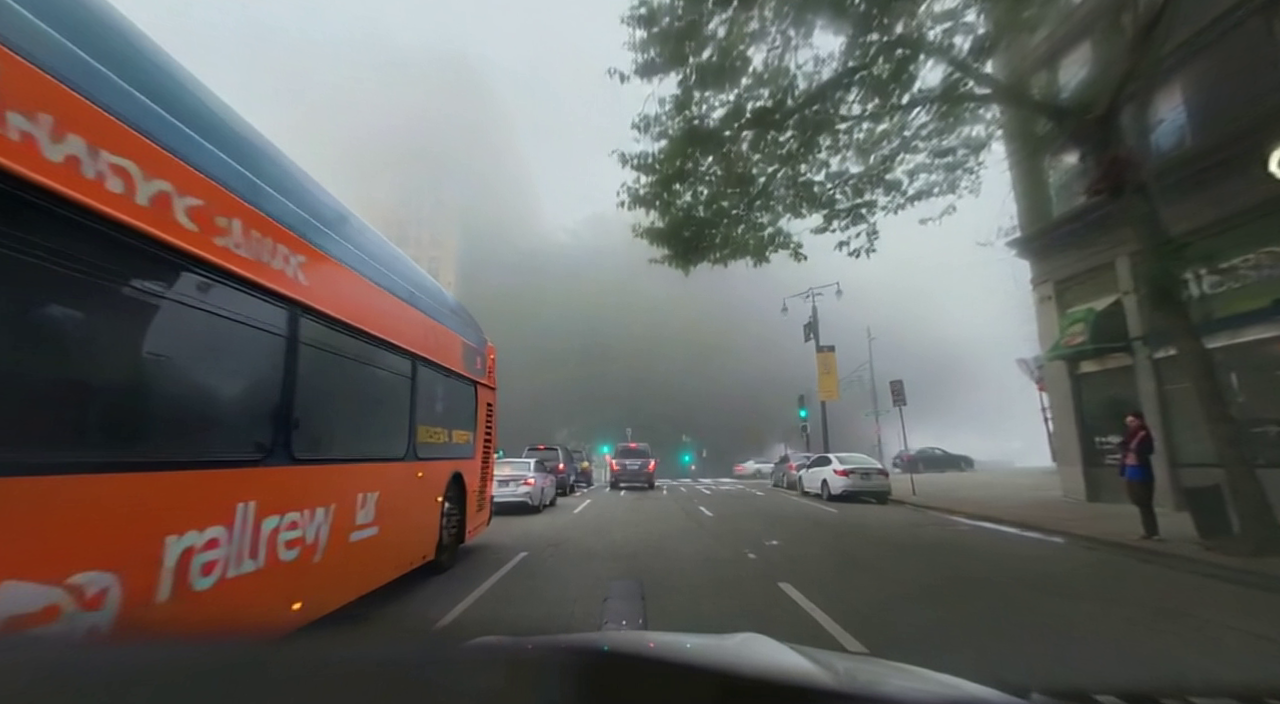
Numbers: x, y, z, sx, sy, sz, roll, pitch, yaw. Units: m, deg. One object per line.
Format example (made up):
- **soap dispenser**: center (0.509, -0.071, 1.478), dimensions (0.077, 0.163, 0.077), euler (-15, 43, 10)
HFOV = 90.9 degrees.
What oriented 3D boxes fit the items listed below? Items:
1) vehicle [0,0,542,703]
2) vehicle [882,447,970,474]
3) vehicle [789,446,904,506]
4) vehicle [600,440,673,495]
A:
- **vehicle**: center (-3.034, 0.236, 3.083), dimensions (2.922, 3.323, 13.151), euler (0, -9, 0)
- **vehicle**: center (17.590, 6.657, 38.895), dimensions (4.598, 1.519, 1.994), euler (1, -9, -14)
- **vehicle**: center (5.970, 3.610, 18.900), dimensions (1.919, 1.529, 4.558), euler (0, -9, 0)
- **vehicle**: center (-0.064, 4.091, 22.768), dimensions (2.328, 1.746, 5.072), euler (0, -9, 1)
